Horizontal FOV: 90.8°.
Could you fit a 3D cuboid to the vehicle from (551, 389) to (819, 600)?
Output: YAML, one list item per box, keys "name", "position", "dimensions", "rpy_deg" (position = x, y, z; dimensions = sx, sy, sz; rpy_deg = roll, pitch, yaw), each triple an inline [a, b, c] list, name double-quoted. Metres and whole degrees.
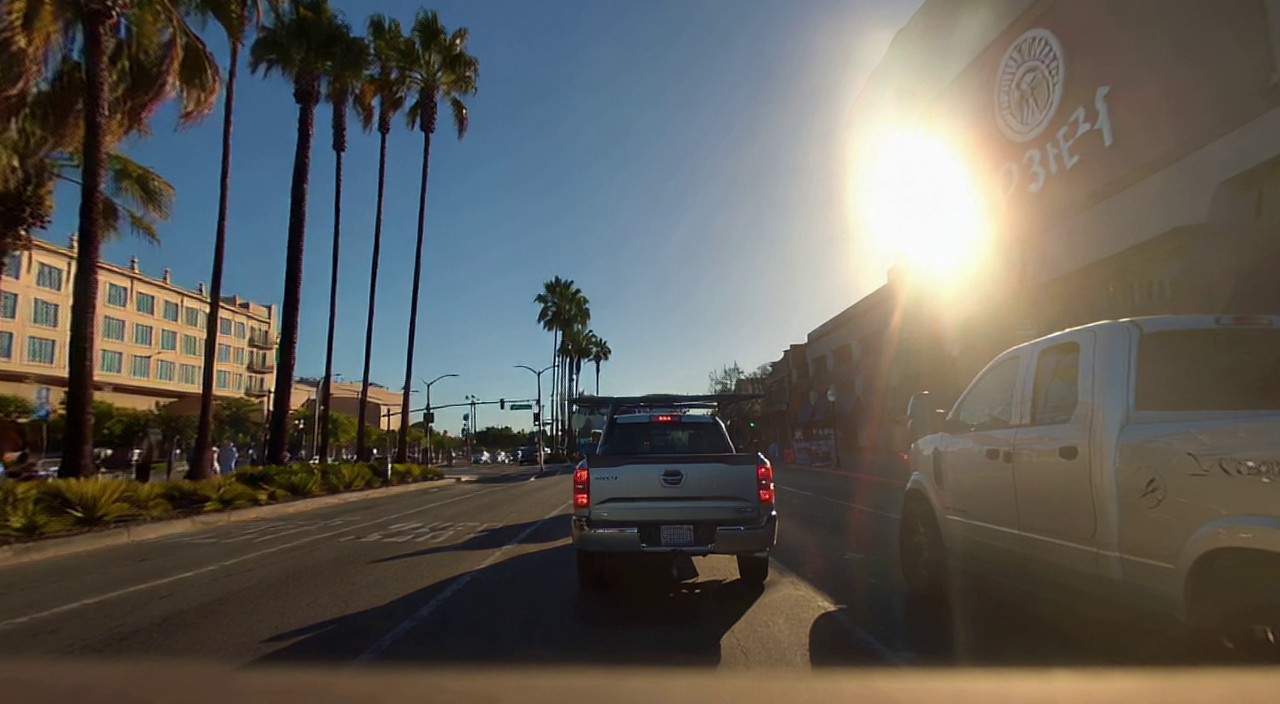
- name: "vehicle"
  position: [0.428, 1.626, 8.184]
  dimensions: [2.311, 1.819, 5.255]
  rpy_deg: [0, -8, 1]

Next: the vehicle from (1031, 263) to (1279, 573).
- name: "vehicle"
  position: [7.822, 0.912, 8.577]
  dimensions: [2.666, 3.345, 3.622]
  rpy_deg: [-1, -8, 4]
